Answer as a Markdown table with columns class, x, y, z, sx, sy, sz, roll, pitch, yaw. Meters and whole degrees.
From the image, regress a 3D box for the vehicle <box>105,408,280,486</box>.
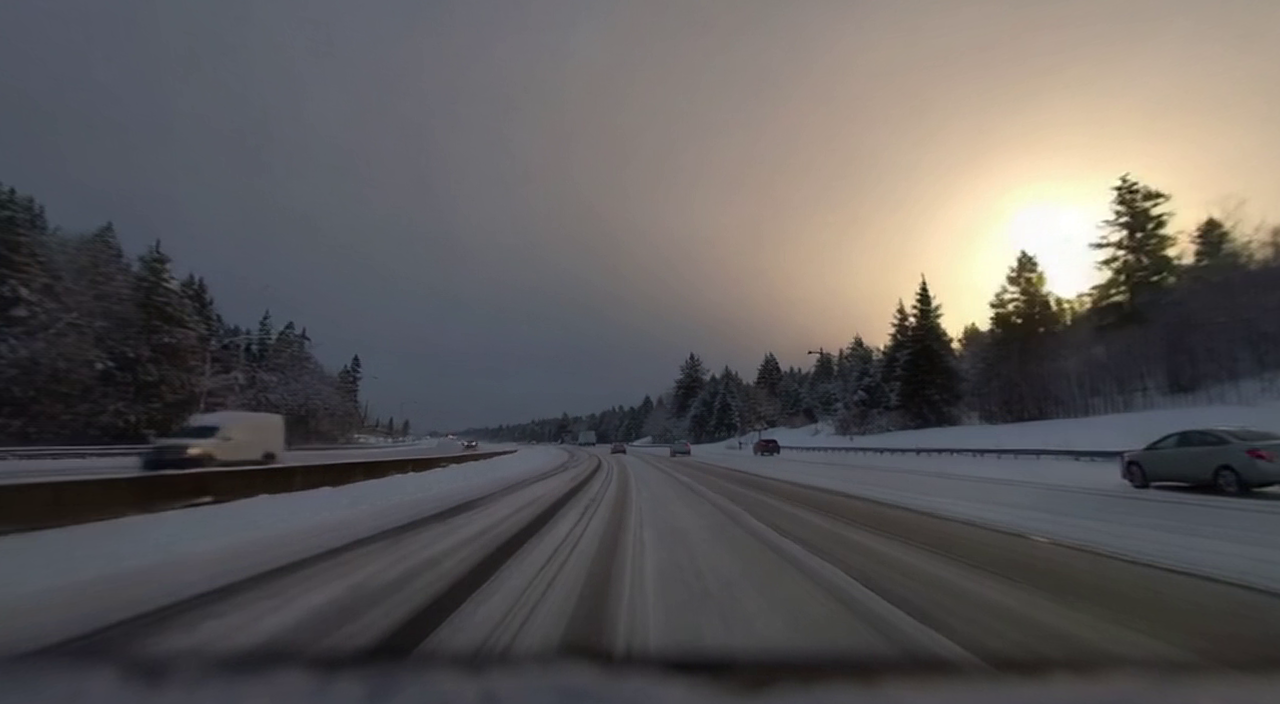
| class | x | y | z | sx | sy | sz | roll | pitch | yaw |
| --- | --- | --- | --- | --- | --- | --- | --- | --- | --- |
| vehicle | -16.847 | 3.670 | 24.311 | 2.353 | 2.600 | 5.917 | 0 | -9 | -1 |

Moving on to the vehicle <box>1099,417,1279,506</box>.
| class | x | y | z | sx | sy | sz | roll | pitch | yaw |
| --- | --- | --- | --- | --- | --- | --- | --- | --- | --- |
| vehicle | 14.205 | 2.603 | 15.202 | 2.107 | 1.803 | 5.385 | 0 | -9 | -1 |
